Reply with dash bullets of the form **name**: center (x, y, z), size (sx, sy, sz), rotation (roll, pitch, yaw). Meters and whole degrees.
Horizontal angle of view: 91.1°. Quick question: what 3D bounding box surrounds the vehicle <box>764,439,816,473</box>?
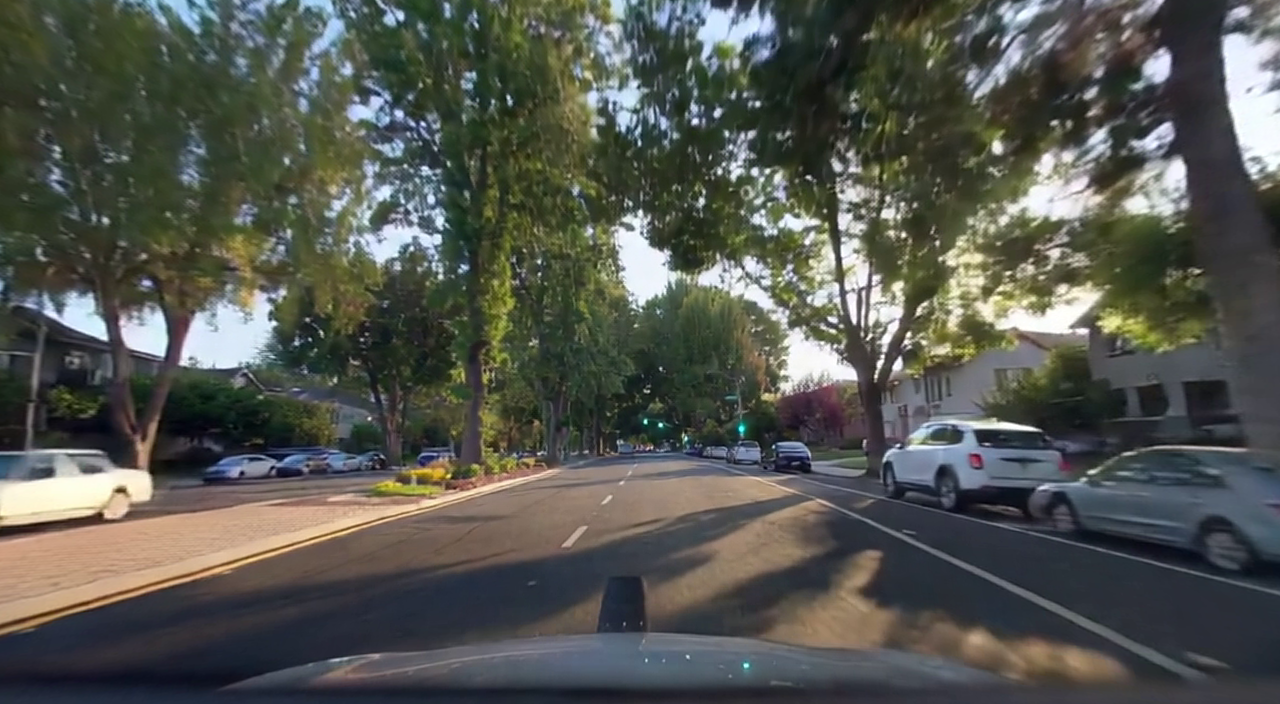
- **vehicle**: center (7.995, 5.547, 33.891), size (1.910, 1.686, 4.399), rotation (-1, -8, 3)

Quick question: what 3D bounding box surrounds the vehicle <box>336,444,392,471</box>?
- **vehicle**: center (-20.145, 7.691, 45.990), size (1.901, 1.785, 4.676), rotation (0, -8, 0)

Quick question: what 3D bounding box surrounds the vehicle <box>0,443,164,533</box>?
- **vehicle**: center (-11.585, 2.445, 11.682), size (1.914, 1.472, 4.480), rotation (0, -8, 0)

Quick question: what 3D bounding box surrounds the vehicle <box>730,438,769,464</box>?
- **vehicle**: center (8.075, 7.346, 46.726), size (2.032, 1.844, 4.964), rotation (0, -8, 0)

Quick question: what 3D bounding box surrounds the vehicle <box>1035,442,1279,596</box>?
- **vehicle**: center (7.149, 1.820, 7.474), size (1.853, 1.480, 4.666), rotation (0, -8, 0)

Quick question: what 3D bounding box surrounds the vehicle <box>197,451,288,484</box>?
- **vehicle**: center (-20.605, 5.982, 32.779), size (1.910, 1.493, 4.190), rotation (0, -8, 1)

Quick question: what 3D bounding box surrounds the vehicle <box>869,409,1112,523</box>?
- **vehicle**: center (7.549, 2.519, 14.523), size (2.306, 2.088, 5.571), rotation (0, -8, -1)

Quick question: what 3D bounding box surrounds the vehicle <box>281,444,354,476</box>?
- **vehicle**: center (-20.275, 6.771, 39.694), size (1.990, 1.844, 4.902), rotation (0, -8, 0)
